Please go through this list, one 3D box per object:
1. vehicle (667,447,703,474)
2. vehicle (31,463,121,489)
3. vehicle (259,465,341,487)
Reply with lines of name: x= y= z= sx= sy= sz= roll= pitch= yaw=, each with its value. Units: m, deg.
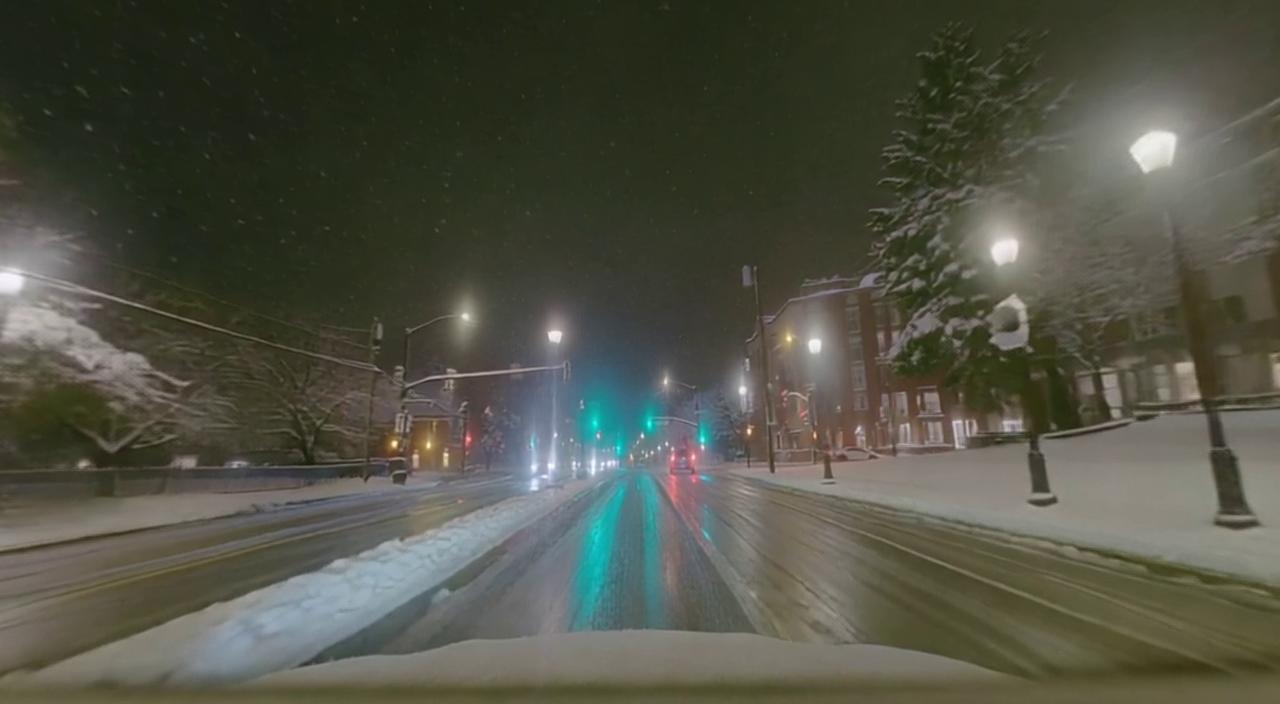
vehicle: x=2.990 y=7.379 z=42.985 sx=2.129 sy=1.719 sz=4.205 roll=0 pitch=-9 yaw=0
vehicle: x=-41.819 y=9.185 z=46.808 sx=4.687 sy=1.625 sz=2.096 roll=-2 pitch=-8 yaw=0
vehicle: x=-24.975 y=9.118 z=46.419 sx=4.815 sy=1.469 sz=2.056 roll=0 pitch=-8 yaw=1
